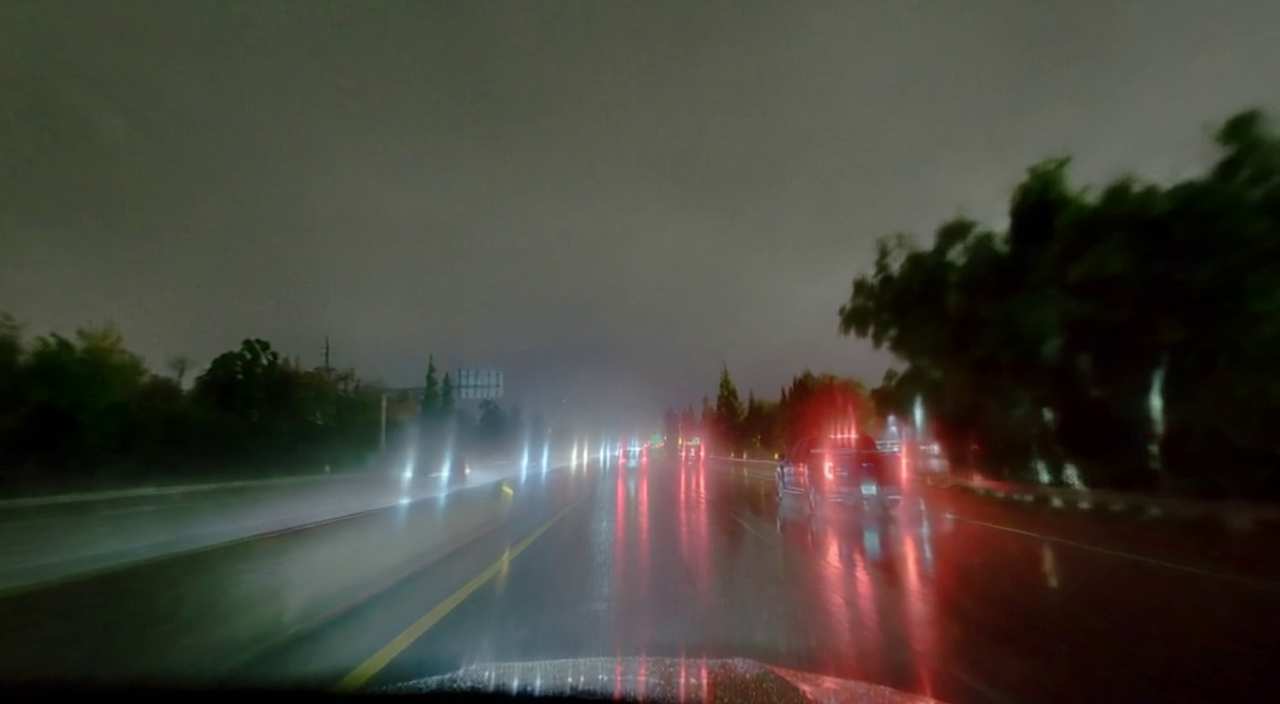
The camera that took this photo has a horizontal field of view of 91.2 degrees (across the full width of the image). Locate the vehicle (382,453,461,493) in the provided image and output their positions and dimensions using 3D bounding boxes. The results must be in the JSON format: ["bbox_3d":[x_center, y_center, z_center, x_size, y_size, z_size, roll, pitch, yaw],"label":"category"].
[{"bbox_3d":[-9.489,5.248,27.549,1.877,1.597,4.092,-1,-9,2],"label":"vehicle"}]

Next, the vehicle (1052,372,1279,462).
[{"bbox_3d":[28.664,3.959,34.805,2.909,3.998,13.523,-1,-9,3],"label":"vehicle"}]

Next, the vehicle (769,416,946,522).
[{"bbox_3d":[4.590,2.574,14.236,2.261,1.952,4.784,0,-9,0],"label":"vehicle"}]

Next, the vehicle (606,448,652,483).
[{"bbox_3d":[-0.467,5.309,29.602,2.029,1.483,3.769,0,-9,1],"label":"vehicle"}]
